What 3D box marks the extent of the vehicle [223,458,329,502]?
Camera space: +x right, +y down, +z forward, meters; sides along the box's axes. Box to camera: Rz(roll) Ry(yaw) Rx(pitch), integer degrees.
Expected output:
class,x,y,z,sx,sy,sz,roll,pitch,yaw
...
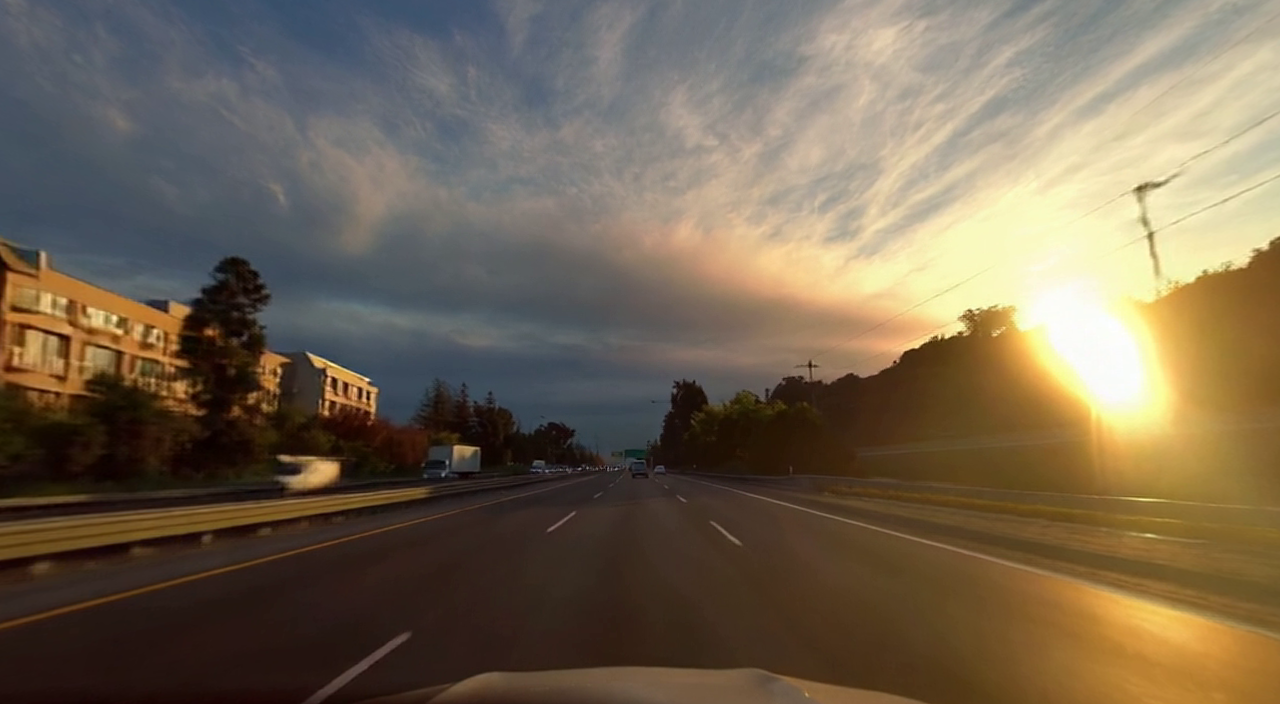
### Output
class,x,y,z,sx,sy,sz,roll,pitch,yaw
vehicle,-15.688,5.547,27.495,1.958,1.686,4.519,1,-10,-1
